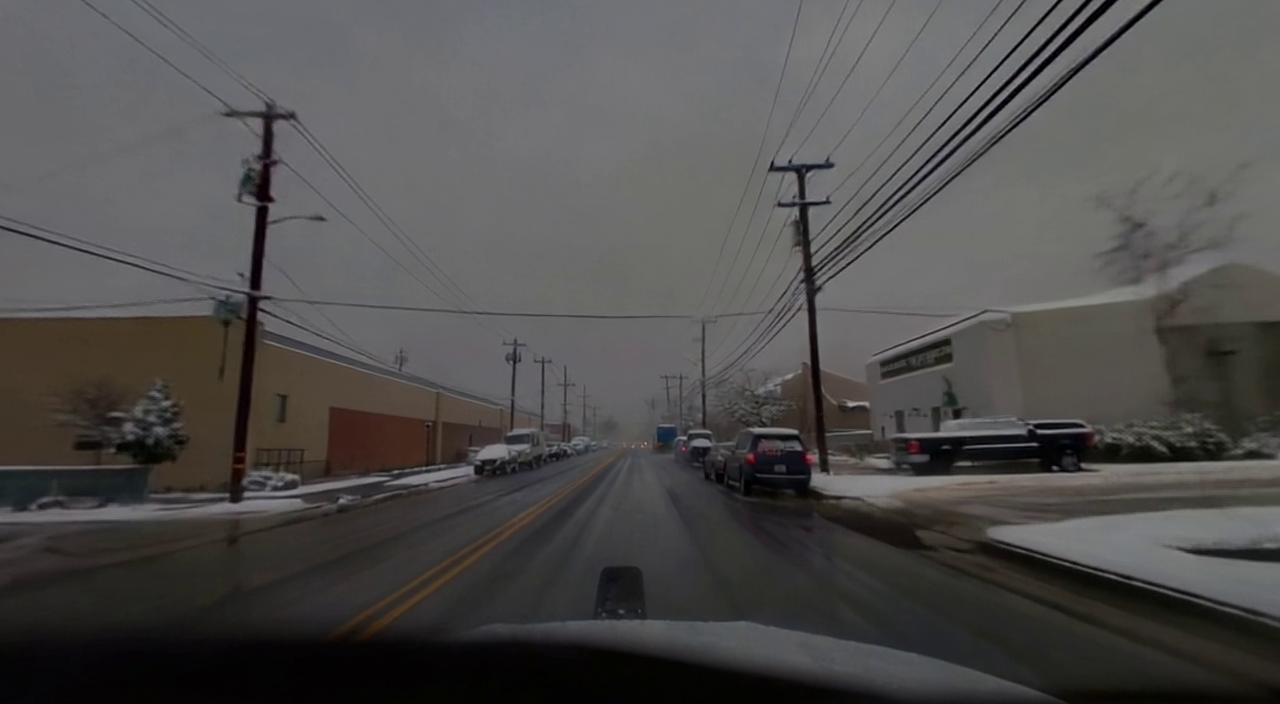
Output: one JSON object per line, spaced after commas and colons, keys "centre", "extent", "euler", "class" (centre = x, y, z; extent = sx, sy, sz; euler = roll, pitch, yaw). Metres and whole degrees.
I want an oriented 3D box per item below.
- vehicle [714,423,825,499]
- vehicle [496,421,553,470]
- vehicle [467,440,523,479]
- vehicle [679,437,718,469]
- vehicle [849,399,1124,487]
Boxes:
{"centre": [3.732, 3.297, 19.596], "extent": [2.333, 1.967, 6.008], "euler": [0, -9, 2], "class": "vehicle"}
{"centre": [-8.153, 6.716, 45.464], "extent": [2.832, 3.101, 7.143], "euler": [-1, -8, -1], "class": "vehicle"}
{"centre": [-7.857, 5.877, 34.687], "extent": [2.123, 1.802, 4.486], "euler": [-4, -9, -2], "class": "vehicle"}
{"centre": [3.670, 6.427, 40.442], "extent": [2.026, 1.857, 4.699], "euler": [1, -9, -1], "class": "vehicle"}
{"centre": [10.949, 2.948, 20.545], "extent": [7.236, 2.219, 2.674], "euler": [-3, -8, 0], "class": "vehicle"}
